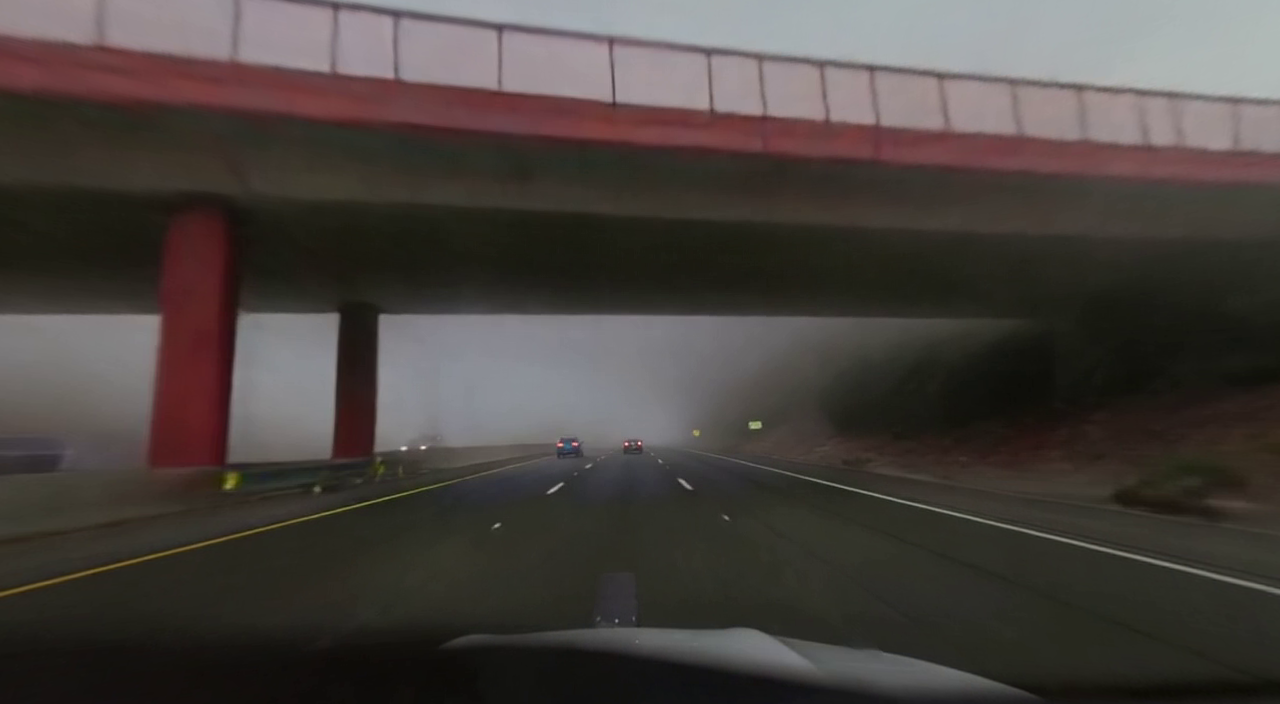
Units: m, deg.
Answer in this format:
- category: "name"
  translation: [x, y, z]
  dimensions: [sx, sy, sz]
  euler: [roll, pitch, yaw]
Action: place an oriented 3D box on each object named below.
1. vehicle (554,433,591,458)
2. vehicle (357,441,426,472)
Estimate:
- category: "vehicle"
  translation: [-4.492, 6.300, 42.606]
  dimensions: [2.074, 1.535, 4.437]
  euler: [0, -8, 0]
- category: "vehicle"
  translation: [-12.608, 5.306, 32.260]
  dimensions: [1.810, 1.449, 4.182]
  euler: [0, -8, 1]
